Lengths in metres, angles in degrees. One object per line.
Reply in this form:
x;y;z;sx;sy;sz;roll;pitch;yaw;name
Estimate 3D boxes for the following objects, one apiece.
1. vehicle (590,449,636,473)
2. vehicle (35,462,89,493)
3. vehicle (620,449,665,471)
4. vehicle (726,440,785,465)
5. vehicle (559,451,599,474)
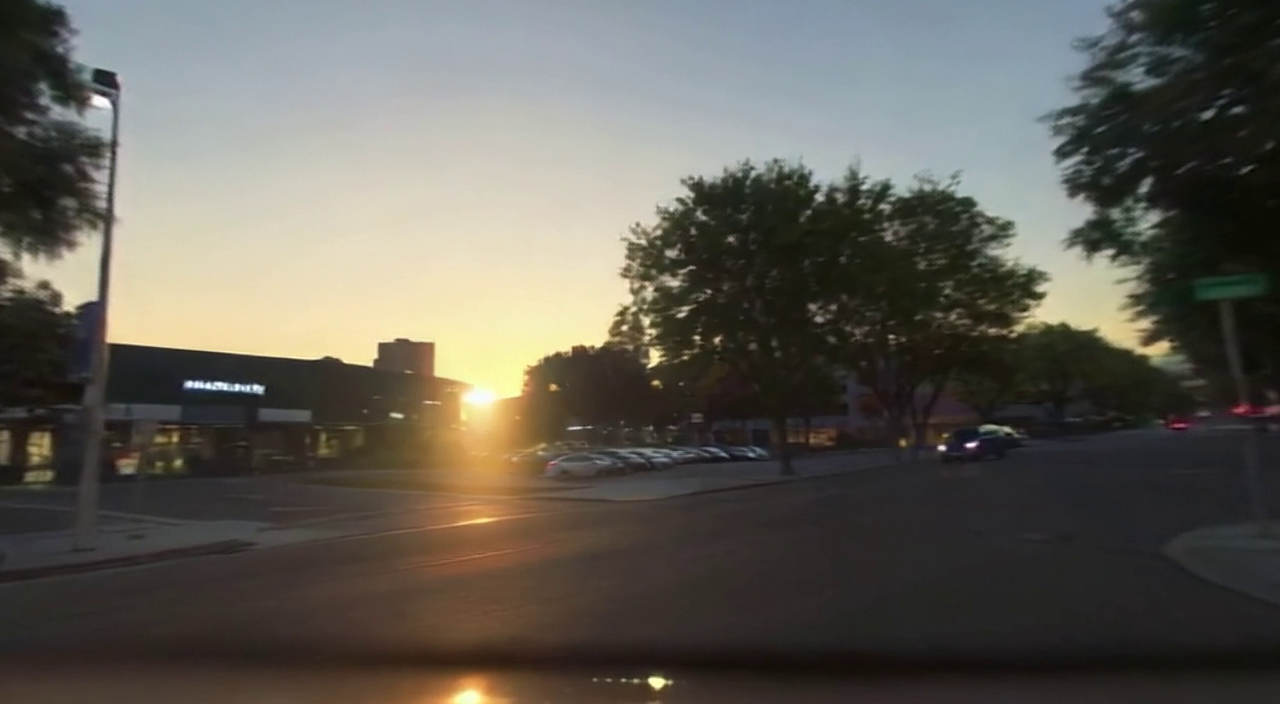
-1.972;7.658;44.501;2.121;1.541;5.124;2;-9;-15;vehicle
-40.388;8.793;44.101;4.560;1.862;2.290;-12;-11;41;vehicle
0.122;8.118;47.799;2.102;1.541;4.416;3;-9;-18;vehicle
8.649;7.593;47.882;2.112;1.719;5.483;2;-9;-16;vehicle
-4.254;7.614;43.594;2.130;1.458;4.157;2;-9;-13;vehicle
